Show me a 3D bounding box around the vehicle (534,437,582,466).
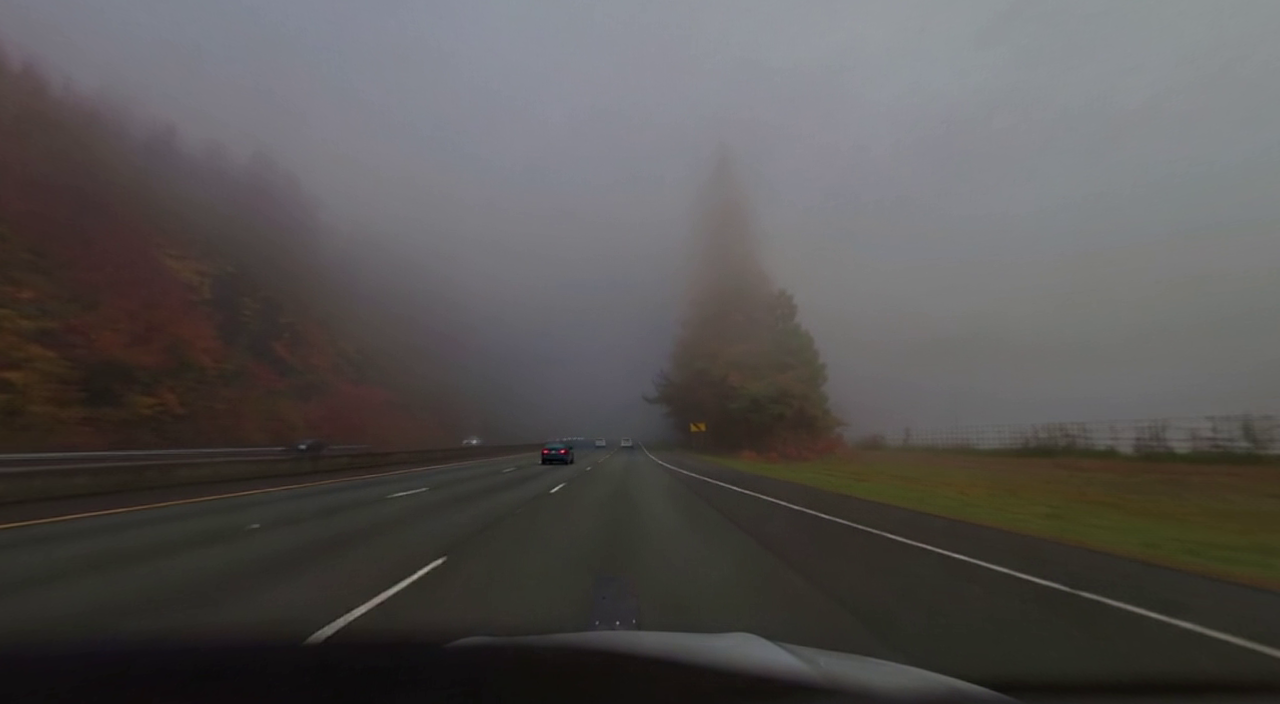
[{"bbox_3d":[-4.447,5.429,34.720,2.004,1.497,4.260,0,-8,1],"label":"vehicle"}]
